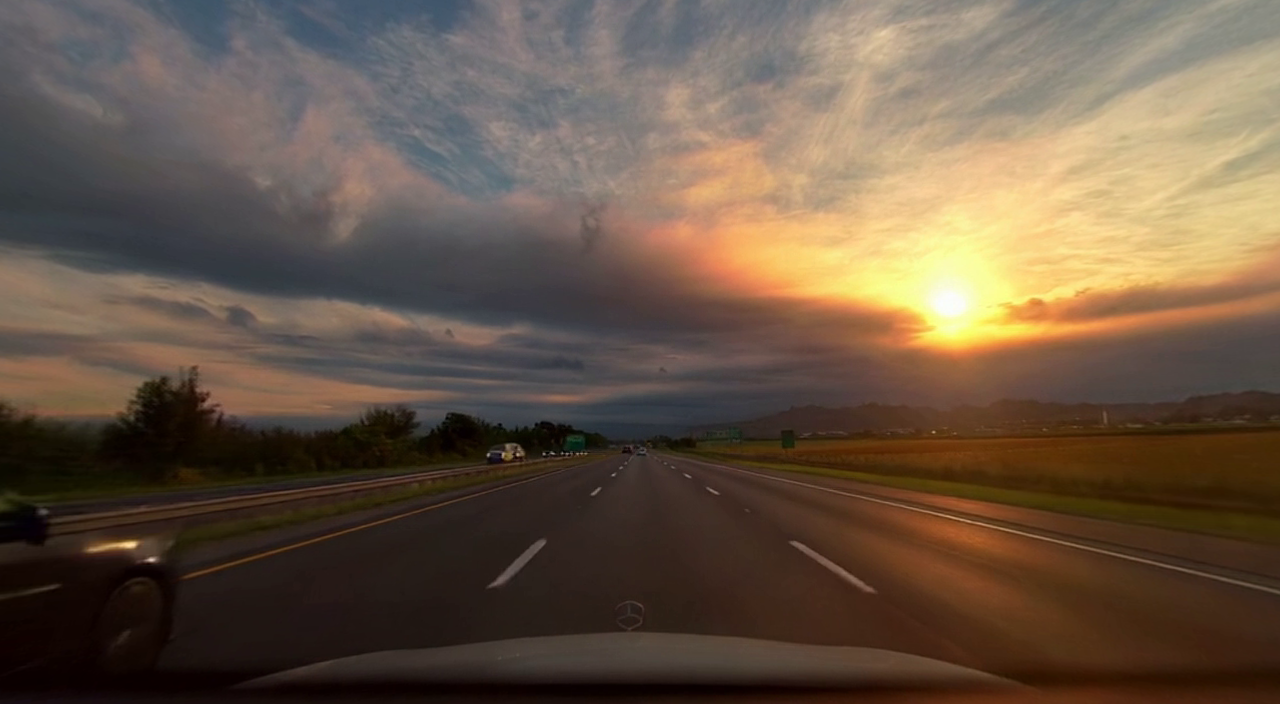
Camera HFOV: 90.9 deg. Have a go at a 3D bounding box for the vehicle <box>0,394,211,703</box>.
[{"bbox_3d":[-3.442,0.787,1.622,1.815,1.500,4.036,0,-9,0],"label":"vehicle"}]
